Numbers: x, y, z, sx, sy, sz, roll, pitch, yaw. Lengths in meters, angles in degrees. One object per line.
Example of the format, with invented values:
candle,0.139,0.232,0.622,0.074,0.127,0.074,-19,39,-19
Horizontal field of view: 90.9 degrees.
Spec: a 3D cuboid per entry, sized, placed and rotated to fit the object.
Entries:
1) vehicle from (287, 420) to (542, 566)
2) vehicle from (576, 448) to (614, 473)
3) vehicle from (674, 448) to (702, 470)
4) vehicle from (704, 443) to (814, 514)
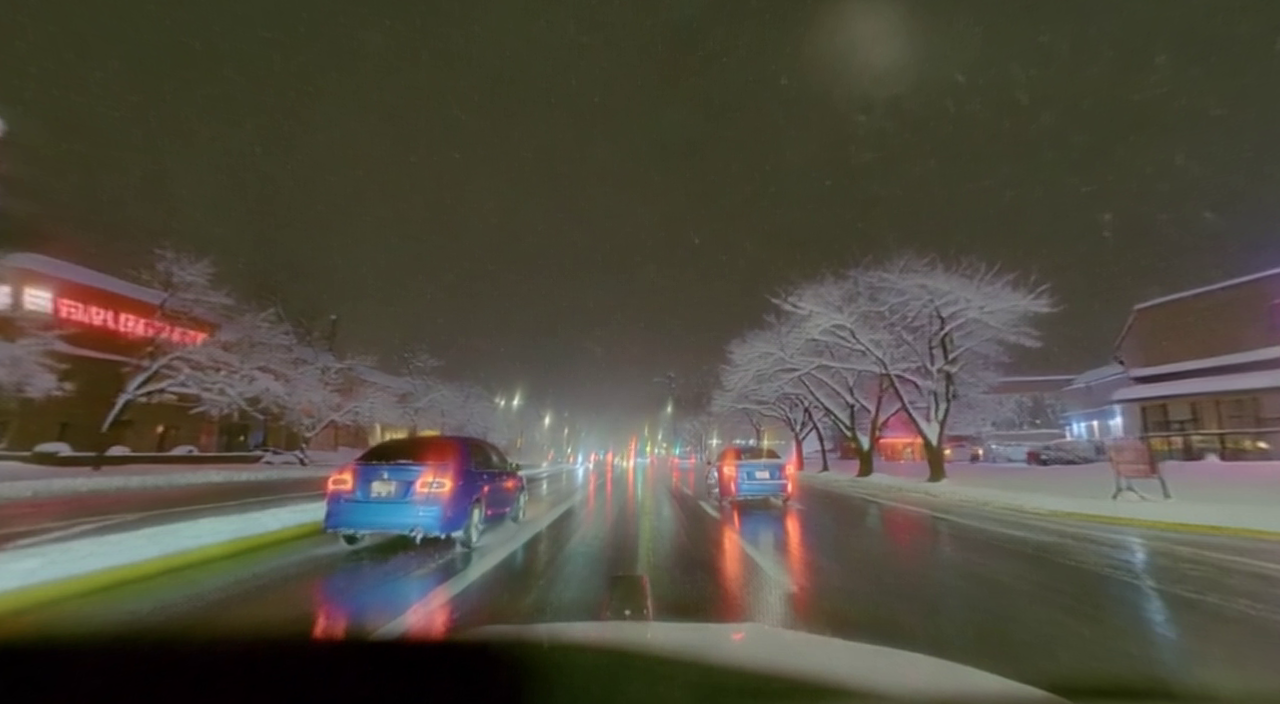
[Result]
vehicle,-2.979,1.993,9.785,2.032,1.639,5.037,0,-8,1
vehicle,-2.840,6.952,40.572,2.040,1.471,4.211,-1,-8,2
vehicle,3.639,8.216,48.503,1.931,1.552,4.125,0,-8,1
vehicle,2.810,3.066,15.831,1.946,1.513,4.133,0,-8,0
